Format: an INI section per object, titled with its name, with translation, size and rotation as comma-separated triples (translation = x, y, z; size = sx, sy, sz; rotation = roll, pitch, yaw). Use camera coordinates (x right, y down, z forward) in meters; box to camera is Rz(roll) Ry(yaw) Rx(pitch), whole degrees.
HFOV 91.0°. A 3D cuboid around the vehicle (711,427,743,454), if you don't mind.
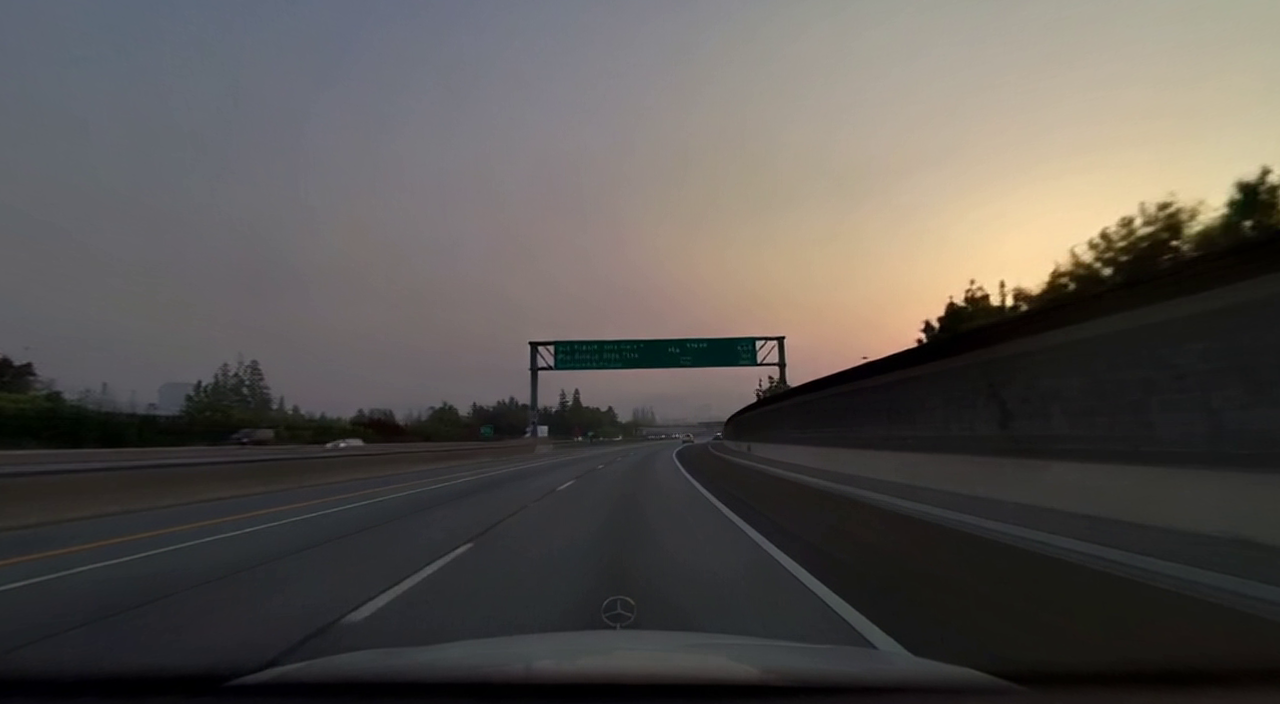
[vehicle]
translation = 6.823, 6.996, 49.816
size = 1.914, 2.013, 4.041
rotation = 0, -8, -1
